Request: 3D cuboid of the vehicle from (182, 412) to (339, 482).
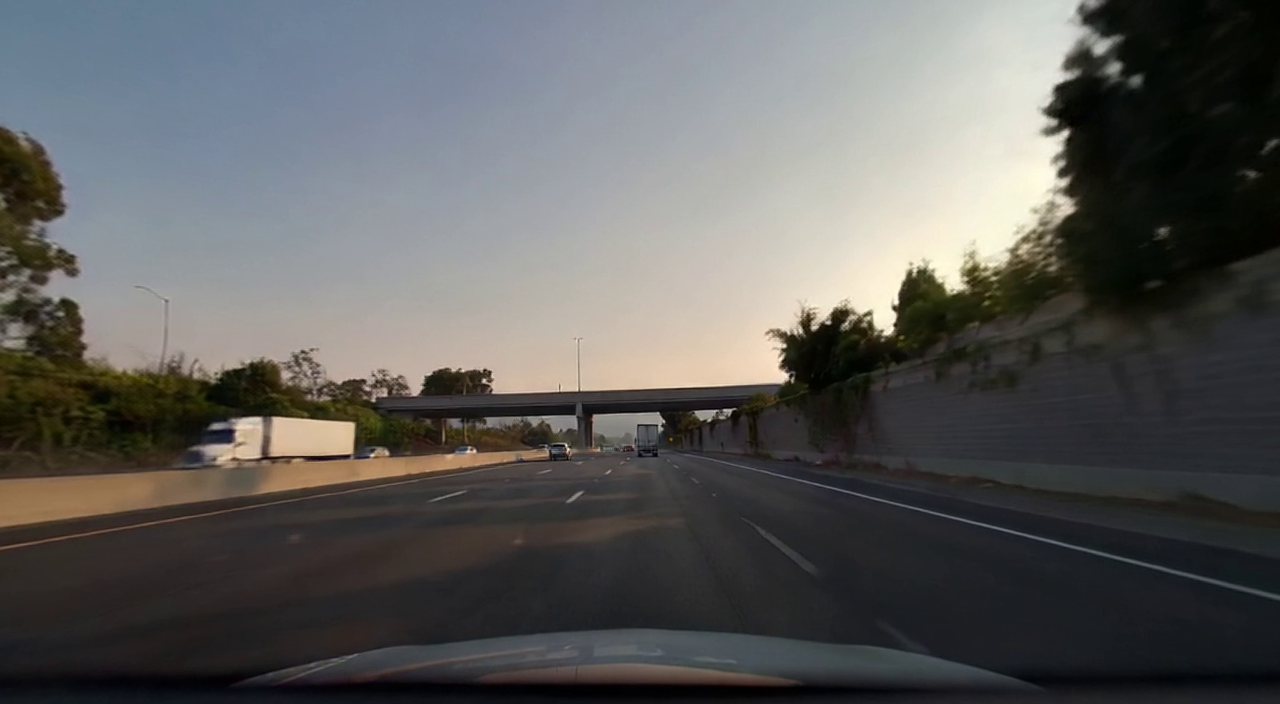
[{"bbox_3d":[-23.874,6.128,40.841,2.957,3.849,11.259,0,-8,1],"label":"vehicle"}]
